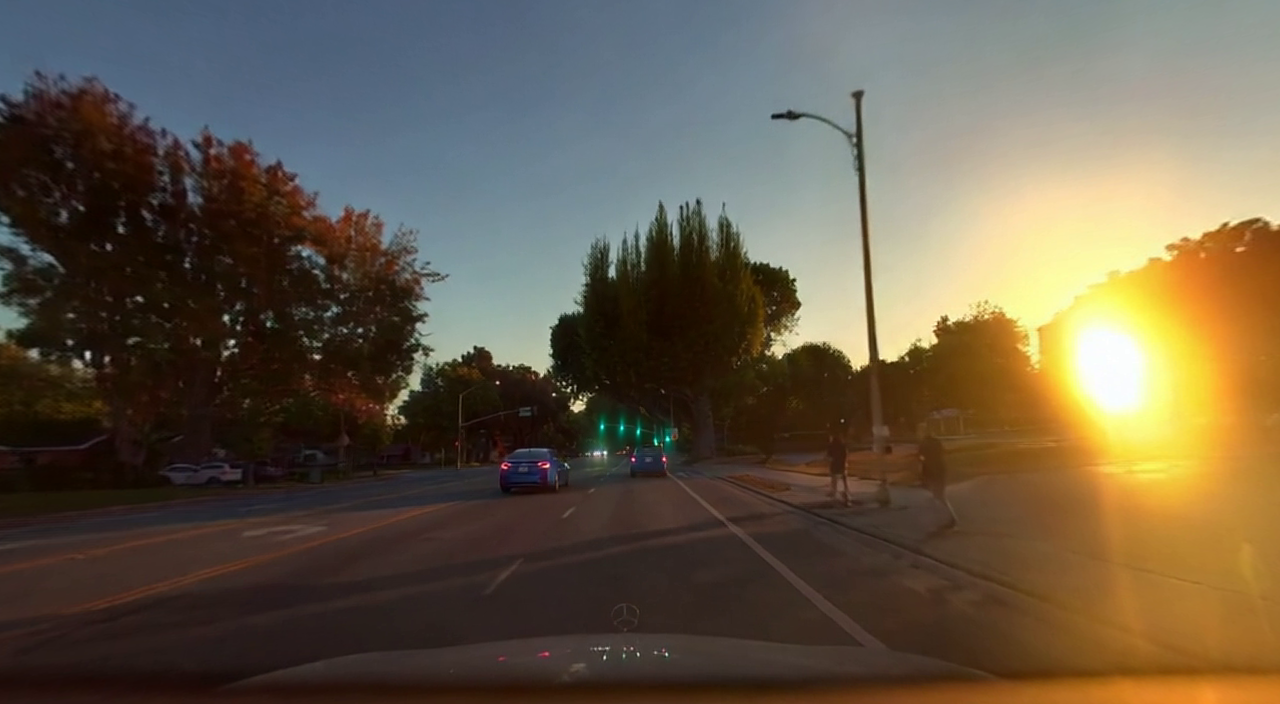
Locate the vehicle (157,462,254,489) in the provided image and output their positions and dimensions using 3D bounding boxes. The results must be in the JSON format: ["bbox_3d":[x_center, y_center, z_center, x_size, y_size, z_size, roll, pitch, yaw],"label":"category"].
[{"bbox_3d":[-25.289,7.210,36.772,4.182,1.444,1.884,0,-8,-4],"label":"vehicle"}]

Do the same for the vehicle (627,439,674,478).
[{"bbox_3d":[0.446,5.300,31.621,2.215,1.799,4.426,0,-8,-1],"label":"vehicle"}]

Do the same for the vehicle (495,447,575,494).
[{"bbox_3d":[-3.514,4.029,21.884,2.036,1.447,4.044,0,-8,1],"label":"vehicle"}]
